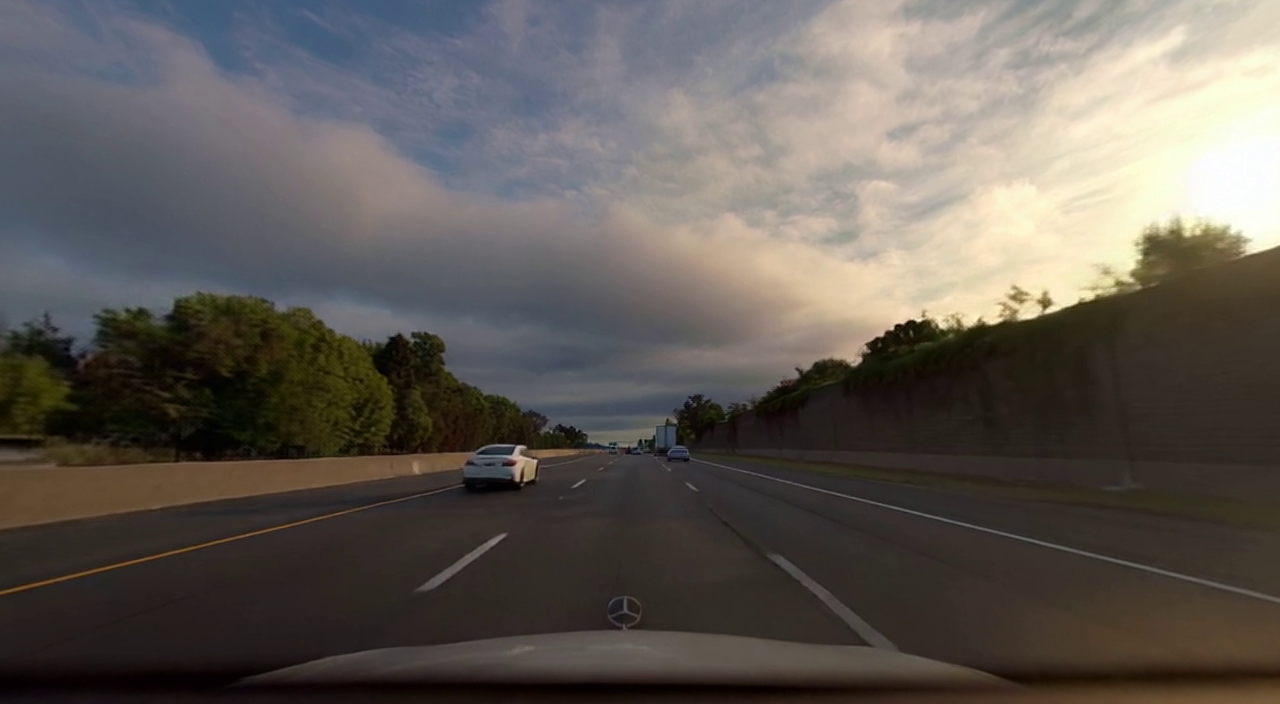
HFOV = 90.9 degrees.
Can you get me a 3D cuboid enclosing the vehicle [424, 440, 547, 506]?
[{"bbox_3d":[-4.120,3.318,17.880,2.129,1.559,5.272,0,-9,1],"label":"vehicle"}]
